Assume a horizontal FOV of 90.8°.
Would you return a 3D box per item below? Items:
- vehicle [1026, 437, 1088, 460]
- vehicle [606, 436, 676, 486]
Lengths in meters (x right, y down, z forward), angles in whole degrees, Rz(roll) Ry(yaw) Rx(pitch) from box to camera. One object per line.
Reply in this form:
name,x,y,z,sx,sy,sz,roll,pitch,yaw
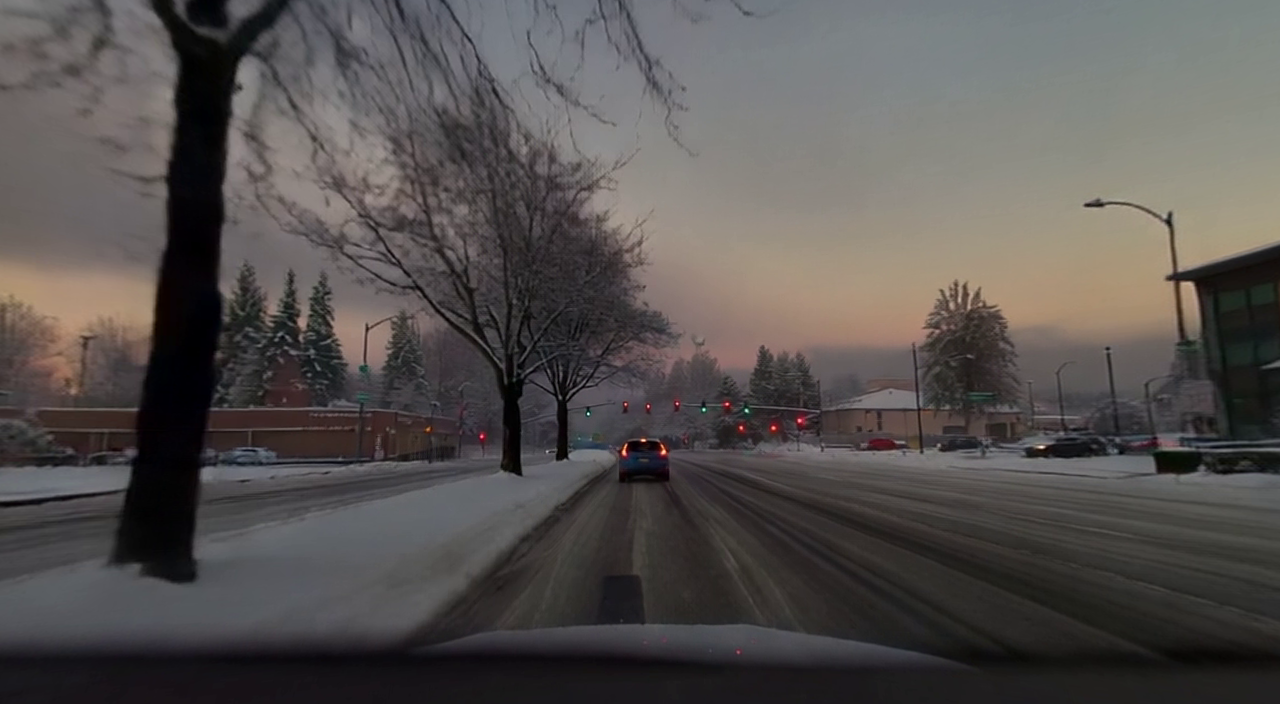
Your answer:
vehicle,32.009,7.413,48.621,1.873,1.588,4.133,-2,-8,-1
vehicle,0.023,3.526,20.725,2.064,1.477,3.968,0,-9,0
